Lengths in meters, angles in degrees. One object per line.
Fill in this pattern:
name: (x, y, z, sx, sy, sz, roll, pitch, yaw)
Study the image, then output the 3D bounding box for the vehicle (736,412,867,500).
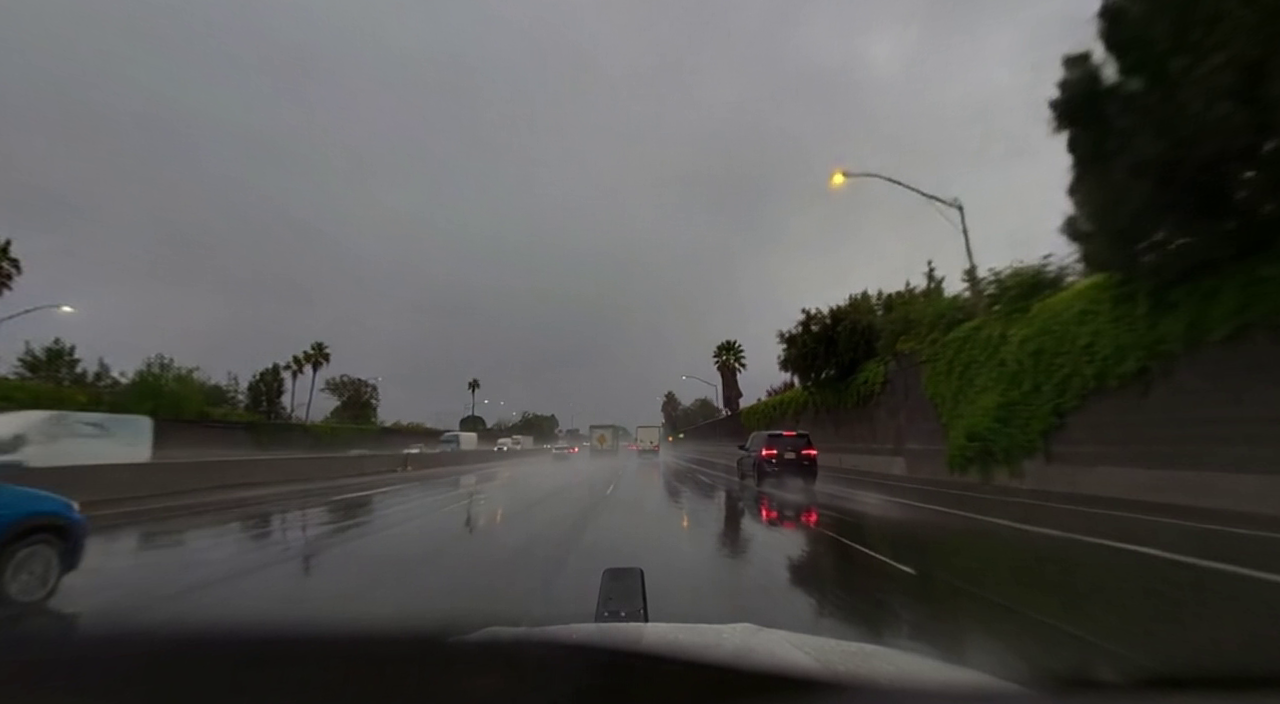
vehicle: (4.468, 2.991, 18.507, 2.408, 2.210, 4.999, 0, -8, -1)

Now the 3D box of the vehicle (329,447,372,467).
vehicle: (-20.875, 7.584, 45.572, 1.498, 1.356, 3.330, 0, -8, 1)

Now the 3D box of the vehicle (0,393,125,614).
vehicle: (-6.322, 1.049, 3.823, 2.289, 1.774, 4.871, 0, -8, -1)
